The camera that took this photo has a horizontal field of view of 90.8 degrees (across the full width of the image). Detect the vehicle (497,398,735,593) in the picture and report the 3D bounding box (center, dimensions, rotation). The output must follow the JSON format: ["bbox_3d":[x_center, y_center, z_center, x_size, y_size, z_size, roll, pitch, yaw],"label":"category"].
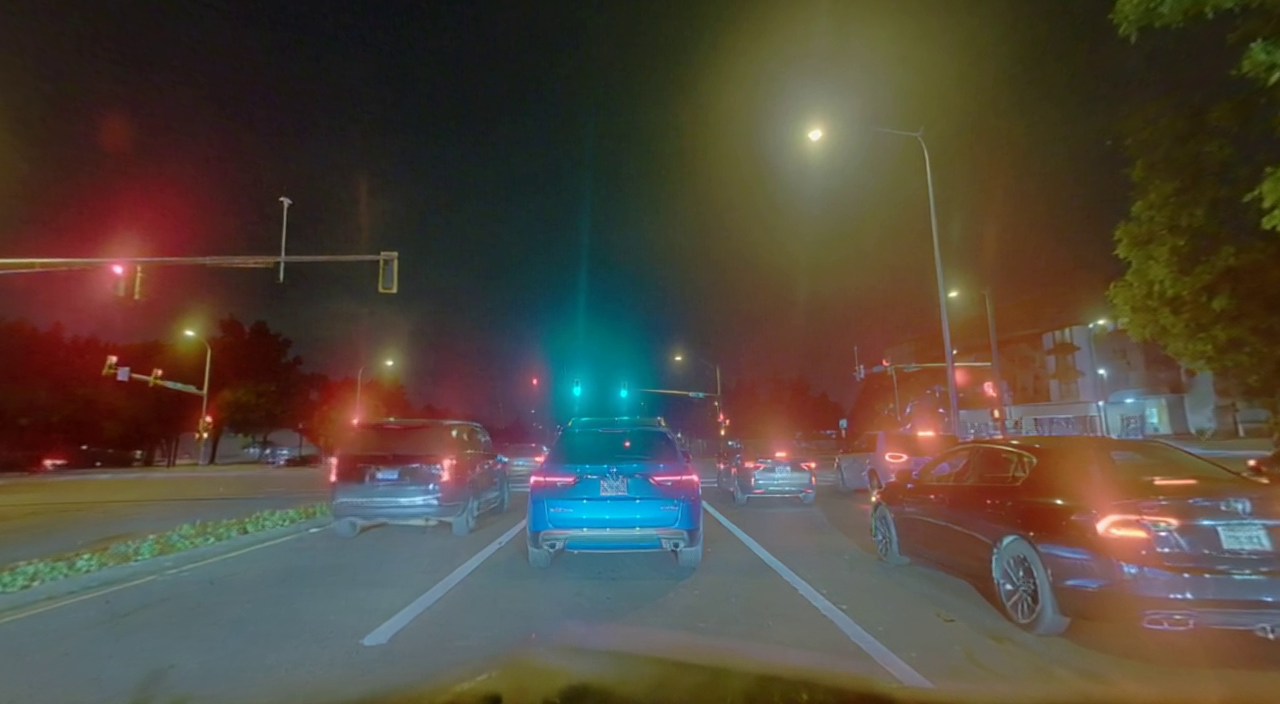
[{"bbox_3d":[-0.268,1.554,7.626,2.101,1.707,3.904,0,-8,-2],"label":"vehicle"}]

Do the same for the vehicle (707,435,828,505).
[{"bbox_3d":[2.986,2.858,15.776,1.950,1.506,4.086,0,-8,-3],"label":"vehicle"}]

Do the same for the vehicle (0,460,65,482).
[{"bbox_3d":[-42.231,8.055,42.855,4.468,1.430,1.770,1,-8,-5],"label":"vehicle"}]

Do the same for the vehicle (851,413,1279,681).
[{"bbox_3d":[3.628,1.397,5.701,1.861,1.478,4.185,0,-8,-2],"label":"vehicle"}]

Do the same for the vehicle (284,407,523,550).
[{"bbox_3d":[-3.475,1.979,10.611,2.186,1.794,4.972,0,-8,-1],"label":"vehicle"}]
